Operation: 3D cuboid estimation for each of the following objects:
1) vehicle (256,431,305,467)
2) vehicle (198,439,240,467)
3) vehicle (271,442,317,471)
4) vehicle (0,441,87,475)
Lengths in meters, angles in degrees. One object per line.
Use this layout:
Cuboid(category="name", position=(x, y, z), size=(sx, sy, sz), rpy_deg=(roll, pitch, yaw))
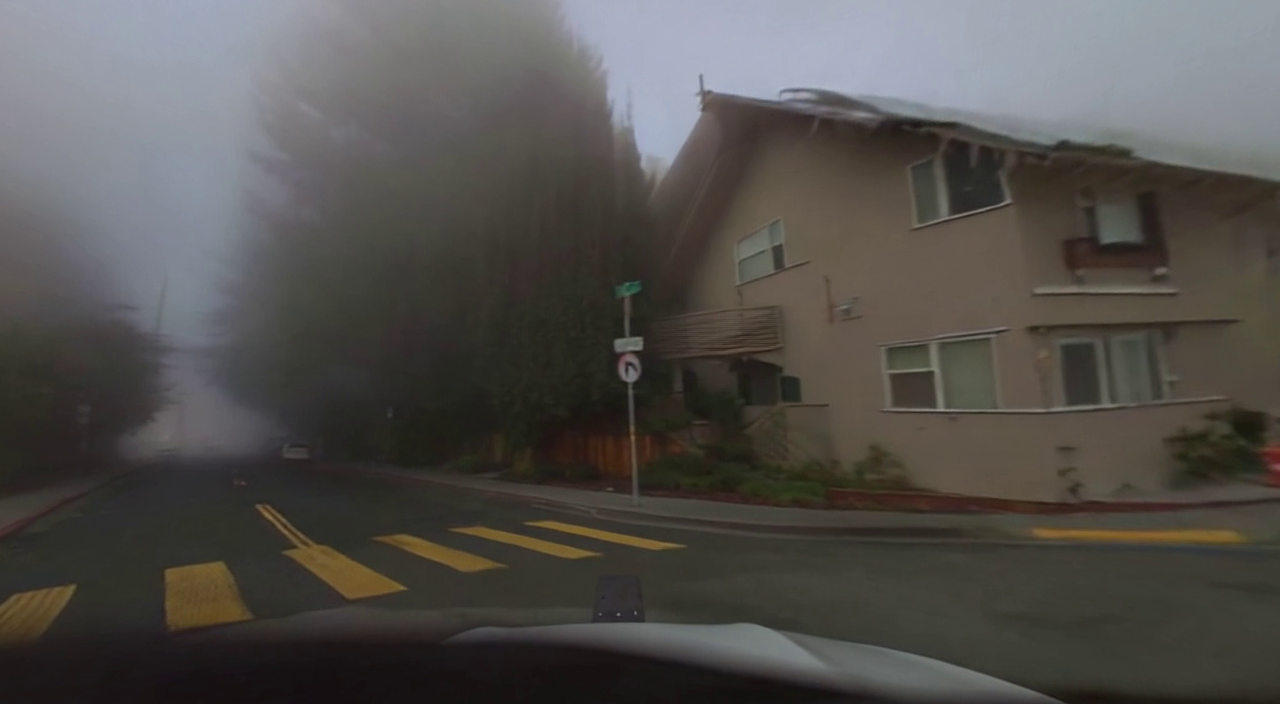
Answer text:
Cuboid(category="vehicle", position=(-25.607, 6.823, 44.762), size=(2.492, 2.319, 5.914), rpy_deg=(5, -9, -33))
Cuboid(category="vehicle", position=(-28.241, 6.756, 42.311), size=(2.050, 1.742, 4.197), rpy_deg=(5, -9, -31))
Cuboid(category="vehicle", position=(-20.038, 5.997, 36.381), size=(1.998, 1.494, 3.927), rpy_deg=(5, -9, -32))
Cuboid(category="vehicle", position=(-37.225, 6.565, 38.837), size=(4.205, 1.745, 2.121), rpy_deg=(1, -10, -29))
